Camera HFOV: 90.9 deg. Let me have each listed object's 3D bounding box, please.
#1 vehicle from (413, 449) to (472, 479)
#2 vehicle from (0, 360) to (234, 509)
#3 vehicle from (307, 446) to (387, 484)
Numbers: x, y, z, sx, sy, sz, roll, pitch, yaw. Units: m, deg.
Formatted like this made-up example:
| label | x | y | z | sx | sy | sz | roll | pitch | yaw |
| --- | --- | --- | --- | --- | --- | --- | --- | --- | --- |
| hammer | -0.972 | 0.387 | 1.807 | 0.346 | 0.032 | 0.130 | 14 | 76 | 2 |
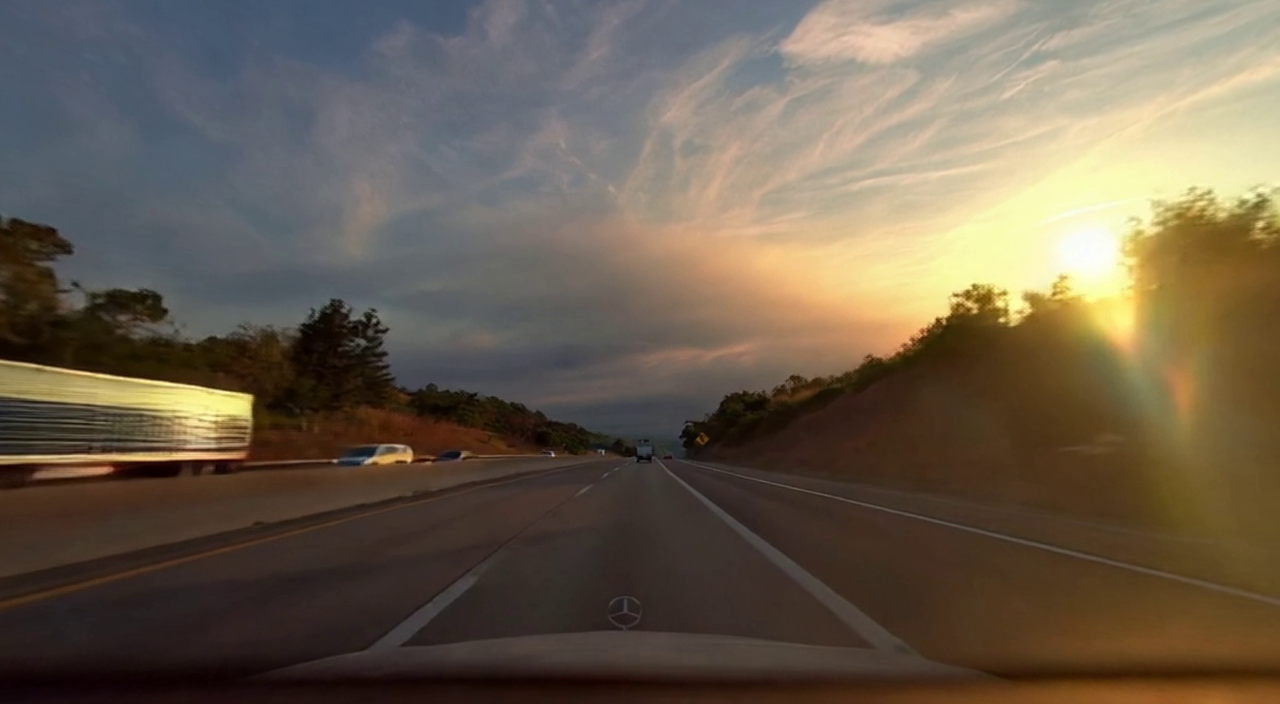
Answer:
| label | x | y | z | sx | sy | sz | roll | pitch | yaw |
| --- | --- | --- | --- | --- | --- | --- | --- | --- | --- |
| vehicle | -11.042 | 6.263 | 35.553 | 1.904 | 1.544 | 4.225 | 0 | -9 | 0 |
| vehicle | -19.157 | 2.662 | 19.867 | 2.992 | 4.077 | 14.417 | 0 | -9 | 1 |
| vehicle | -14.964 | 5.767 | 32.517 | 2.002 | 1.778 | 4.321 | 0 | -9 | 0 |
